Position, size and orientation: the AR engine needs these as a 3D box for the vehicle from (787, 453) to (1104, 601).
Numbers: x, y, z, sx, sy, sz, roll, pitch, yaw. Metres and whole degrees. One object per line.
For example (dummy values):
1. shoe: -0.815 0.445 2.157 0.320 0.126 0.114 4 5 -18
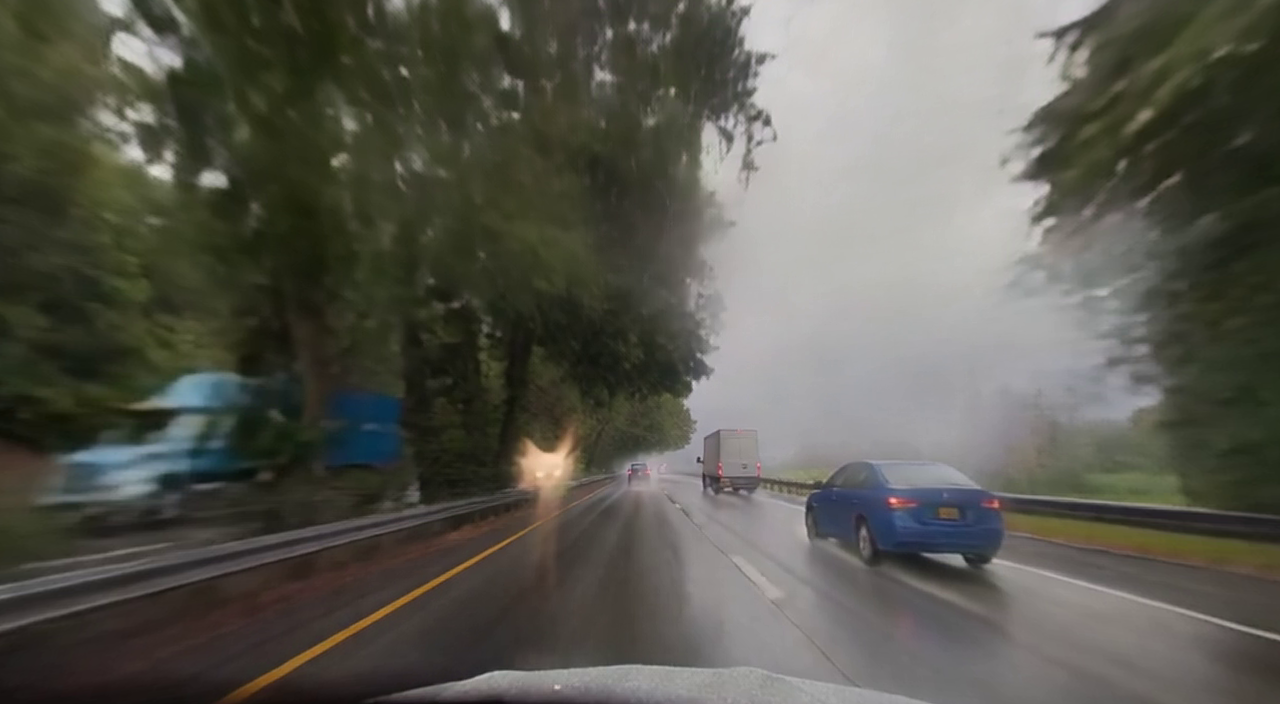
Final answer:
1. vehicle: 3.829 2.322 9.229 2.073 1.532 4.969 1 -11 -1

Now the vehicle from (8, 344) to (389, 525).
1. vehicle: -12.975 3.112 21.481 3.062 4.226 13.286 0 -11 1

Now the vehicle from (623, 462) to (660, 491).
1. vehicle: 0.102 7.959 40.395 2.212 1.717 4.452 0 -10 0

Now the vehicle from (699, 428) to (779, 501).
1. vehicle: 4.431 5.324 29.749 2.563 2.975 6.941 1 -11 -1
